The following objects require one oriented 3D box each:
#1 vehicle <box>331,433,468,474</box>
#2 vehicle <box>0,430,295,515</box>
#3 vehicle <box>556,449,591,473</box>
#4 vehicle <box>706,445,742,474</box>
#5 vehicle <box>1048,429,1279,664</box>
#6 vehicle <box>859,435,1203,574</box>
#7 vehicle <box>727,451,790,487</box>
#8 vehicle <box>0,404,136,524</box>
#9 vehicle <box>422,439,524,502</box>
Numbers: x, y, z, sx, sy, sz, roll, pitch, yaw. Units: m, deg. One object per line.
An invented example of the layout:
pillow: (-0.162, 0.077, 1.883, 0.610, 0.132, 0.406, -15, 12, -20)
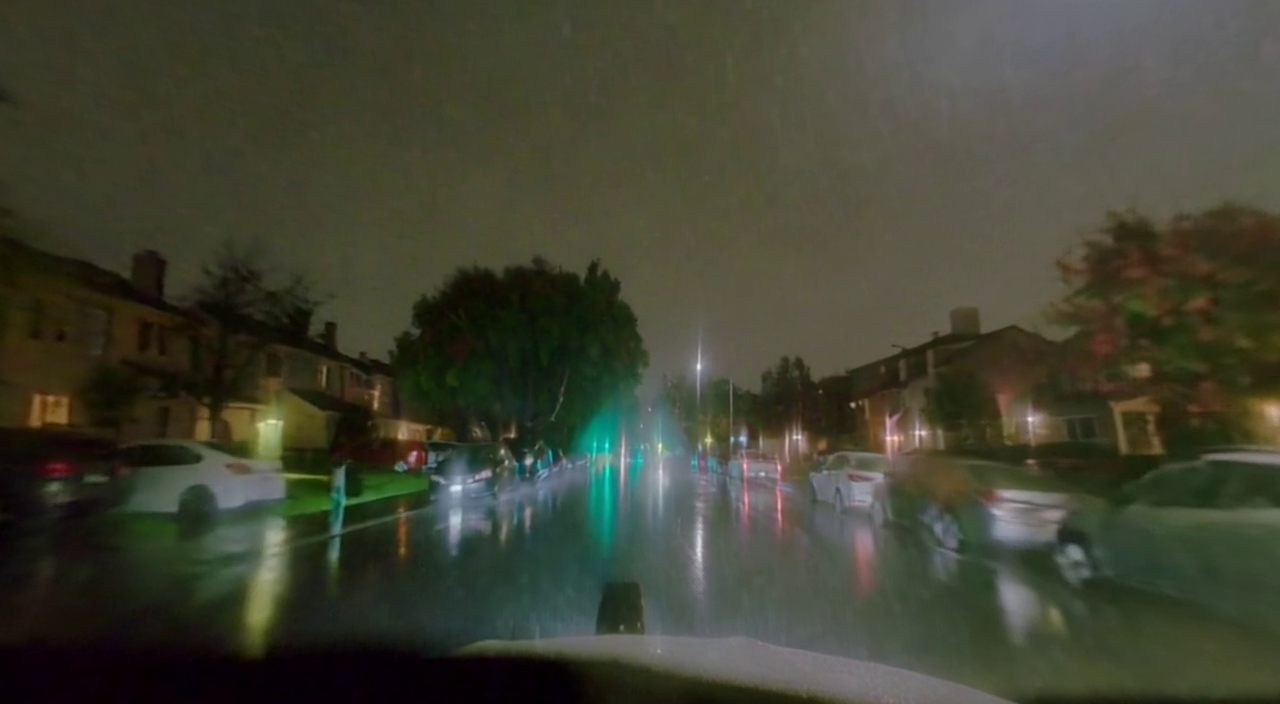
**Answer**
vehicle: (-11.575, 4.918, 30.748, 5.755, 1.869, 2.194, 0, -7, -1)
vehicle: (-9.909, 2.460, 12.938, 4.521, 1.562, 1.990, -1, -10, 4)
vehicle: (-4.374, 7.252, 42.230, 1.973, 1.454, 4.559, 0, -8, -1)
vehicle: (5.626, 7.263, 42.787, 1.959, 1.828, 4.175, 0, -9, 1)
vehicle: (5.251, 1.352, 4.468, 1.826, 1.566, 4.307, 0, -9, 0)
vehicle: (5.339, 2.111, 9.724, 2.063, 1.573, 4.900, 0, -9, -1)
vehicle: (5.190, 5.177, 28.268, 1.847, 1.448, 4.162, 1, -9, -3)
vehicle: (-11.130, 1.758, 10.345, 3.899, 1.730, 2.026, 2, -10, 1)
vehicle: (-4.649, 3.363, 18.181, 1.983, 1.579, 3.879, 0, -10, -2)
